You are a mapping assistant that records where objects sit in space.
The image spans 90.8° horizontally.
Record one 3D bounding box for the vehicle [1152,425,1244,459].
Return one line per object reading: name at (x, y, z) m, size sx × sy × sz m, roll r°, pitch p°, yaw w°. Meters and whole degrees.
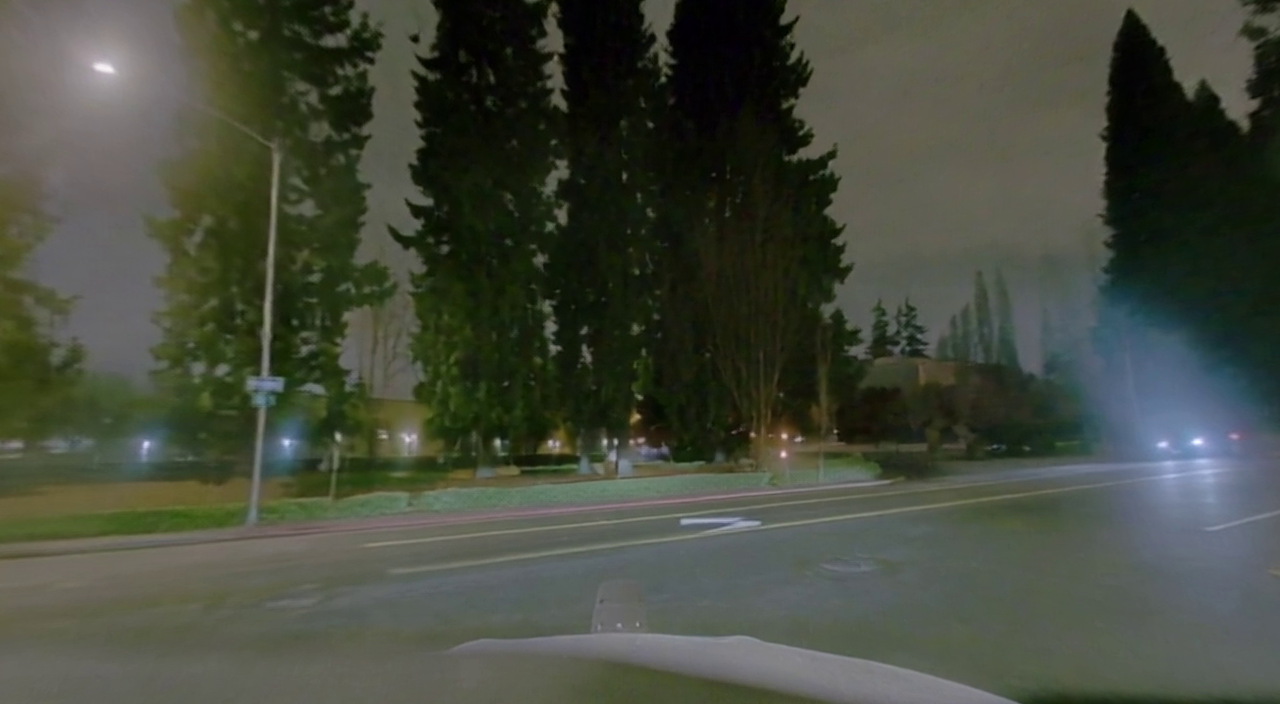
vehicle at (26.615, 4.287, 30.100) m, size 4.433 × 1.465 × 1.926 m, roll 5°, pitch -10°, yaw -31°
